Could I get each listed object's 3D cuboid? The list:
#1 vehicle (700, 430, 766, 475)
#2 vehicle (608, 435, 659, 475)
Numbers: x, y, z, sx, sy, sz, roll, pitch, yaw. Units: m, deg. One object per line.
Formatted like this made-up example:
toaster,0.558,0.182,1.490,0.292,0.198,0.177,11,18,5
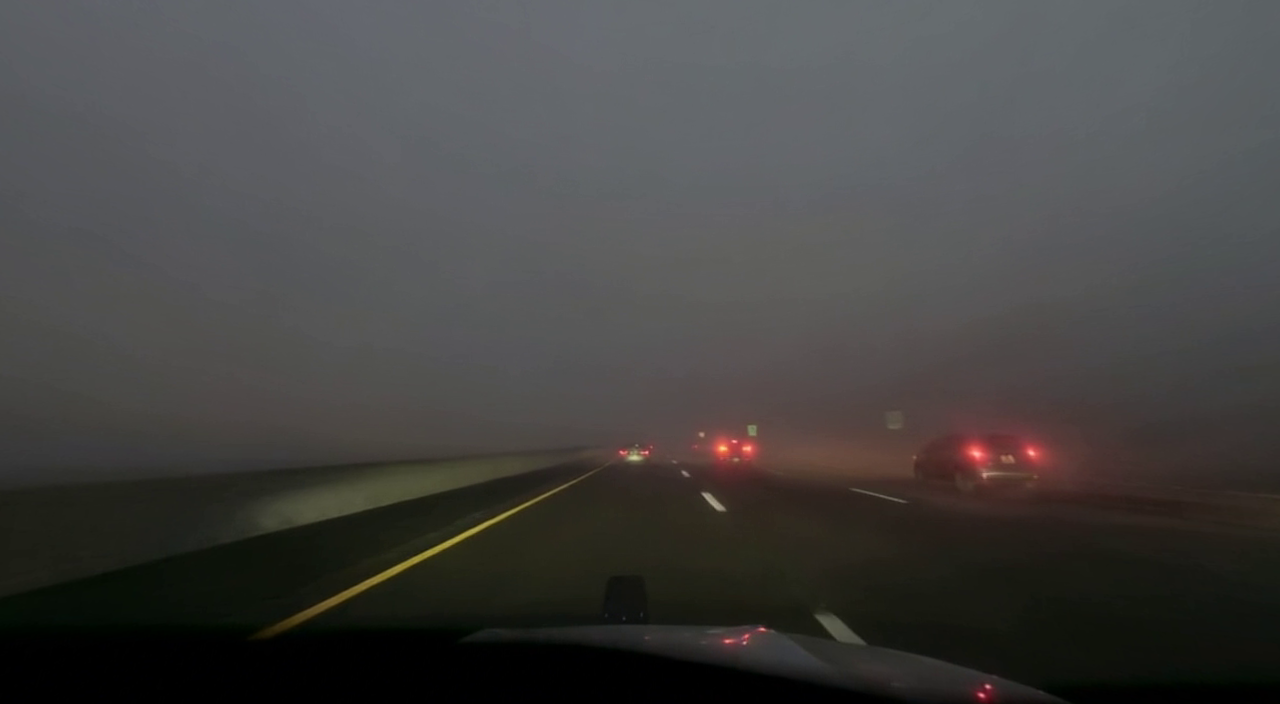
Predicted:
vehicle,3.776,4.184,26.309,2.063,1.698,4.355,0,-8,0
vehicle,-0.238,4.440,27.334,2.050,1.546,4.344,0,-8,0
